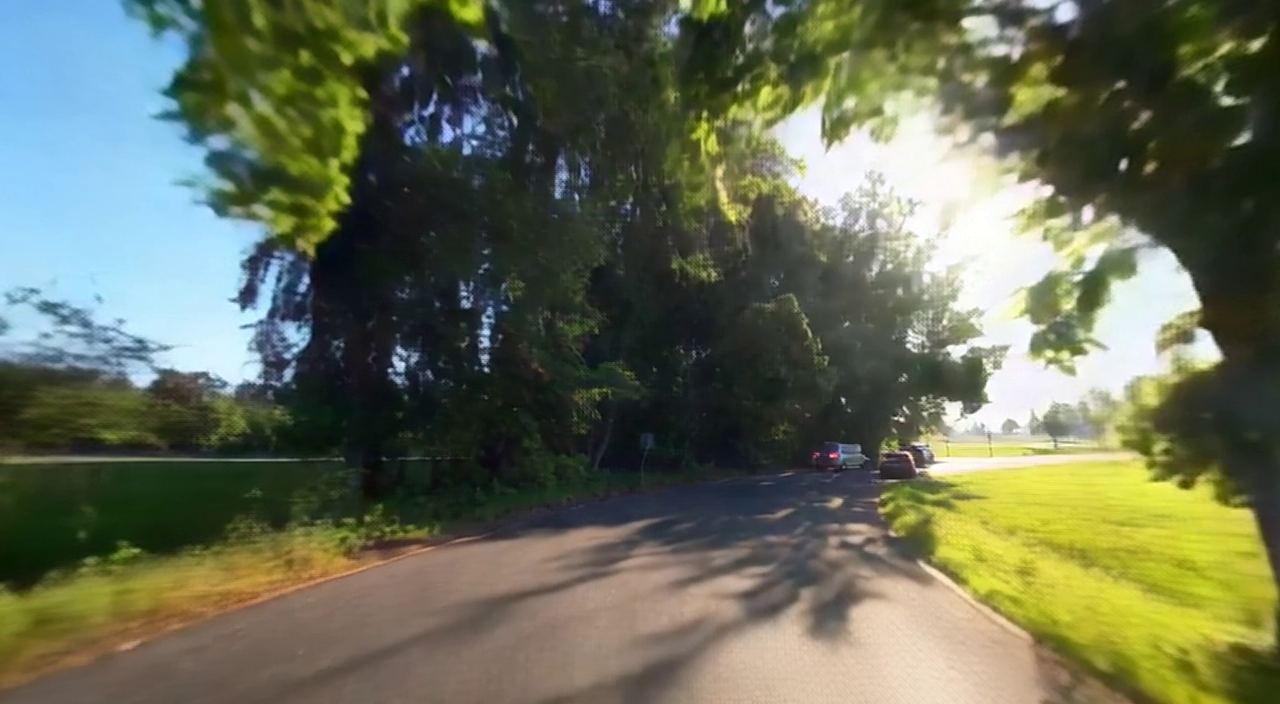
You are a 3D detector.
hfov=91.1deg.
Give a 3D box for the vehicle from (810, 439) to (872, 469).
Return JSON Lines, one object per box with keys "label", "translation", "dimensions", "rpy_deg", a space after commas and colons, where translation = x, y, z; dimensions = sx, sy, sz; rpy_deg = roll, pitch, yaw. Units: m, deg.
{"label": "vehicle", "translation": [12.895, 6.507, 40.140], "dimensions": [4.257, 1.789, 1.988], "rpy_deg": [9, -11, -43]}
